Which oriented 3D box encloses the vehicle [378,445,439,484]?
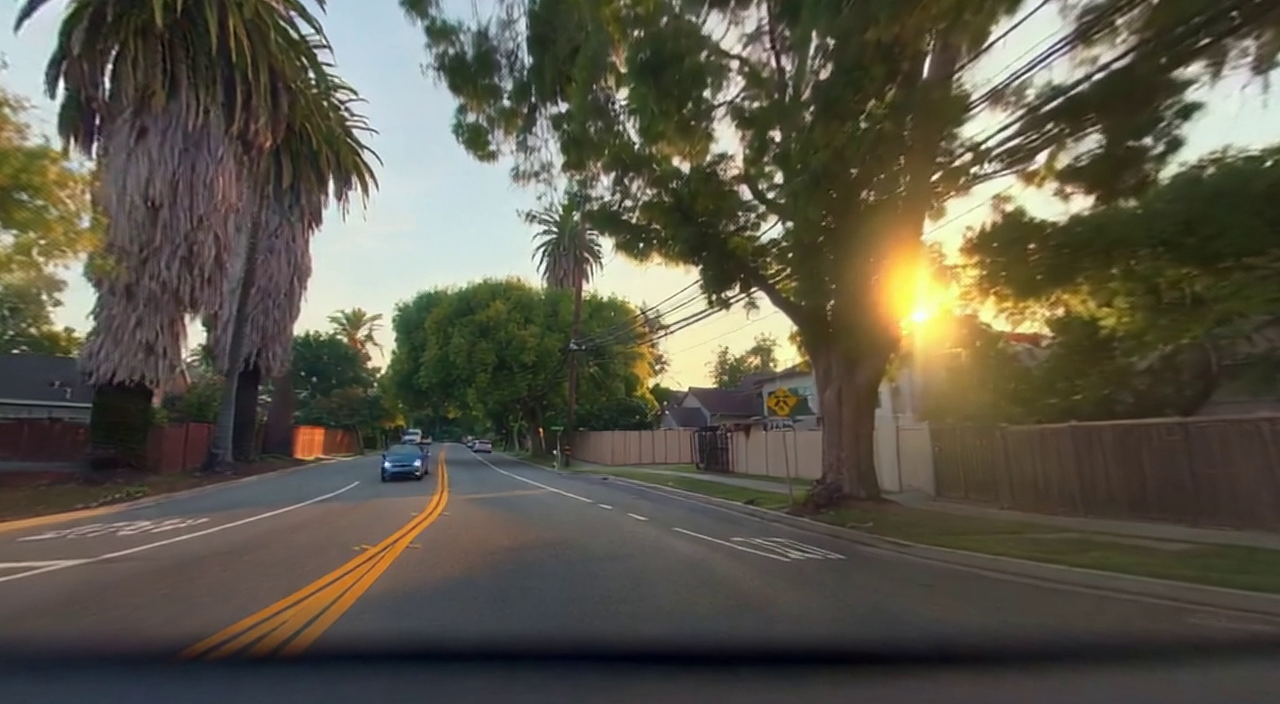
[{"bbox_3d":[-9.819,4.755,27.114,2.061,1.510,4.457,2,-9,-16],"label":"vehicle"}]
